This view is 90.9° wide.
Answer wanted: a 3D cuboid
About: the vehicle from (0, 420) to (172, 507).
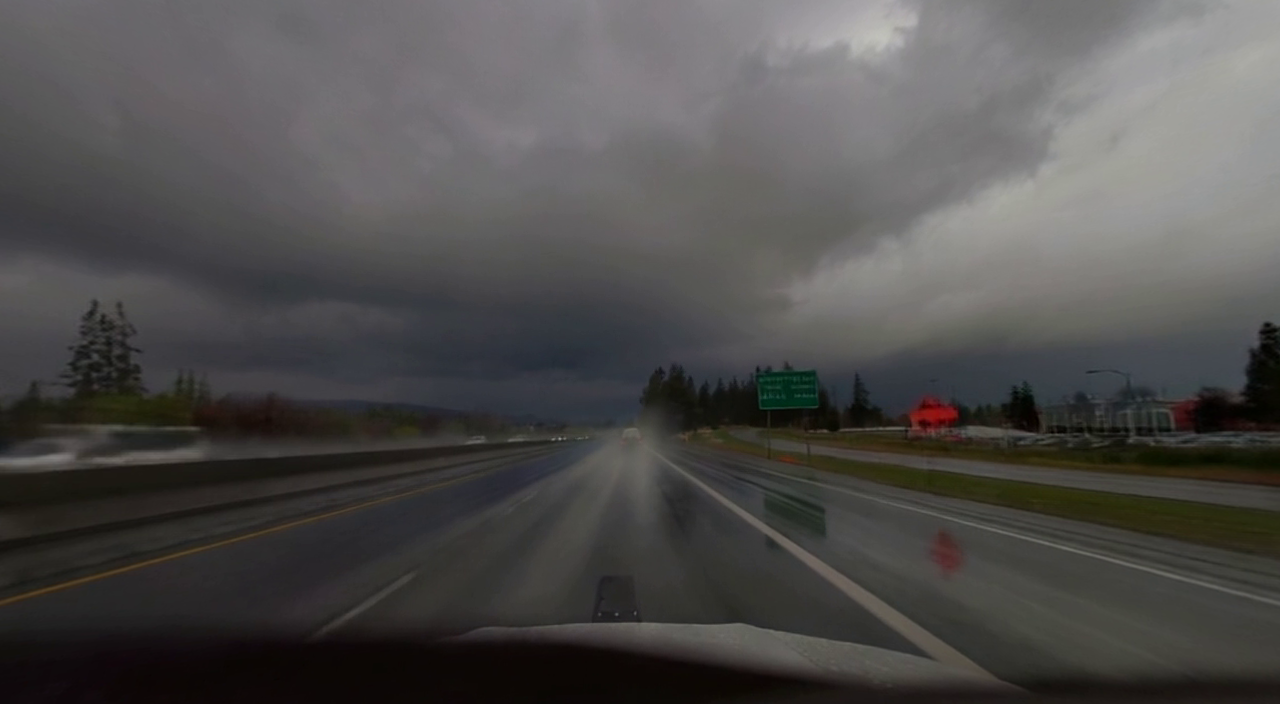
[{"bbox_3d":[-12.888,2.324,13.612,1.998,1.592,4.662,0,-8,-1],"label":"vehicle"}]
